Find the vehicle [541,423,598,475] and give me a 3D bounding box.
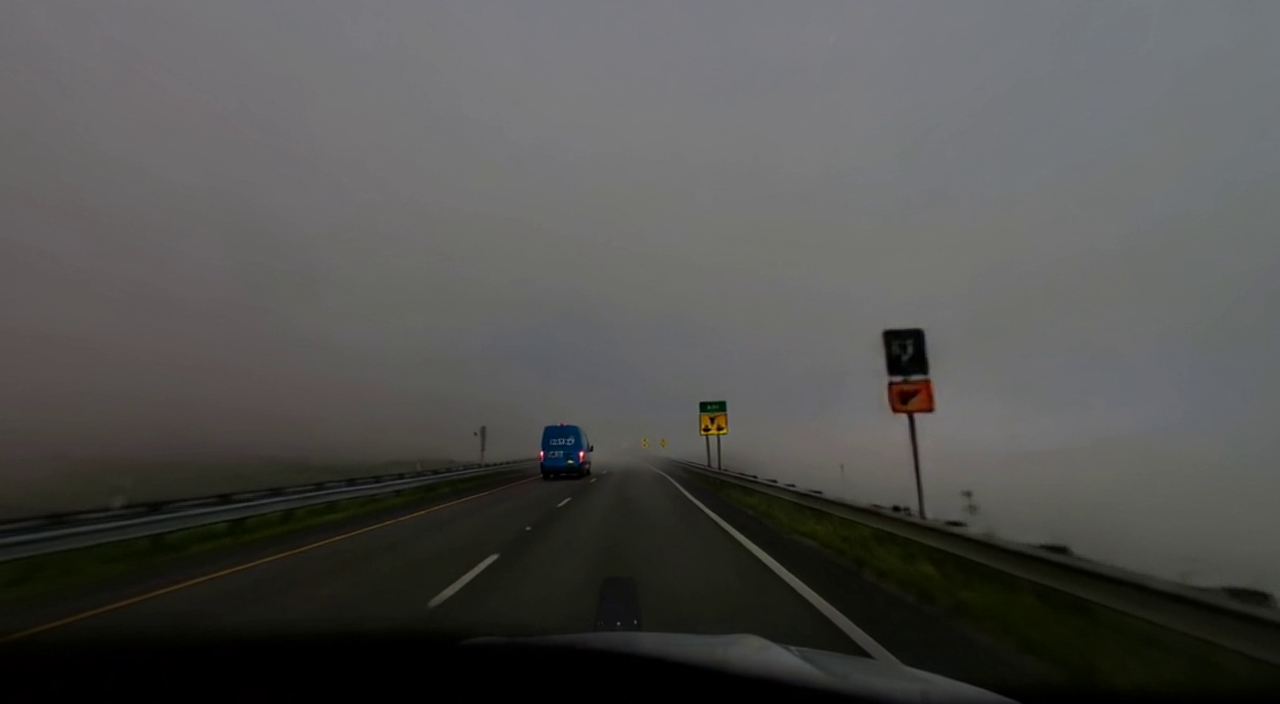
[{"bbox_3d":[-3.876,5.550,35.947,2.463,2.640,7.034,0,-9,0],"label":"vehicle"}]
